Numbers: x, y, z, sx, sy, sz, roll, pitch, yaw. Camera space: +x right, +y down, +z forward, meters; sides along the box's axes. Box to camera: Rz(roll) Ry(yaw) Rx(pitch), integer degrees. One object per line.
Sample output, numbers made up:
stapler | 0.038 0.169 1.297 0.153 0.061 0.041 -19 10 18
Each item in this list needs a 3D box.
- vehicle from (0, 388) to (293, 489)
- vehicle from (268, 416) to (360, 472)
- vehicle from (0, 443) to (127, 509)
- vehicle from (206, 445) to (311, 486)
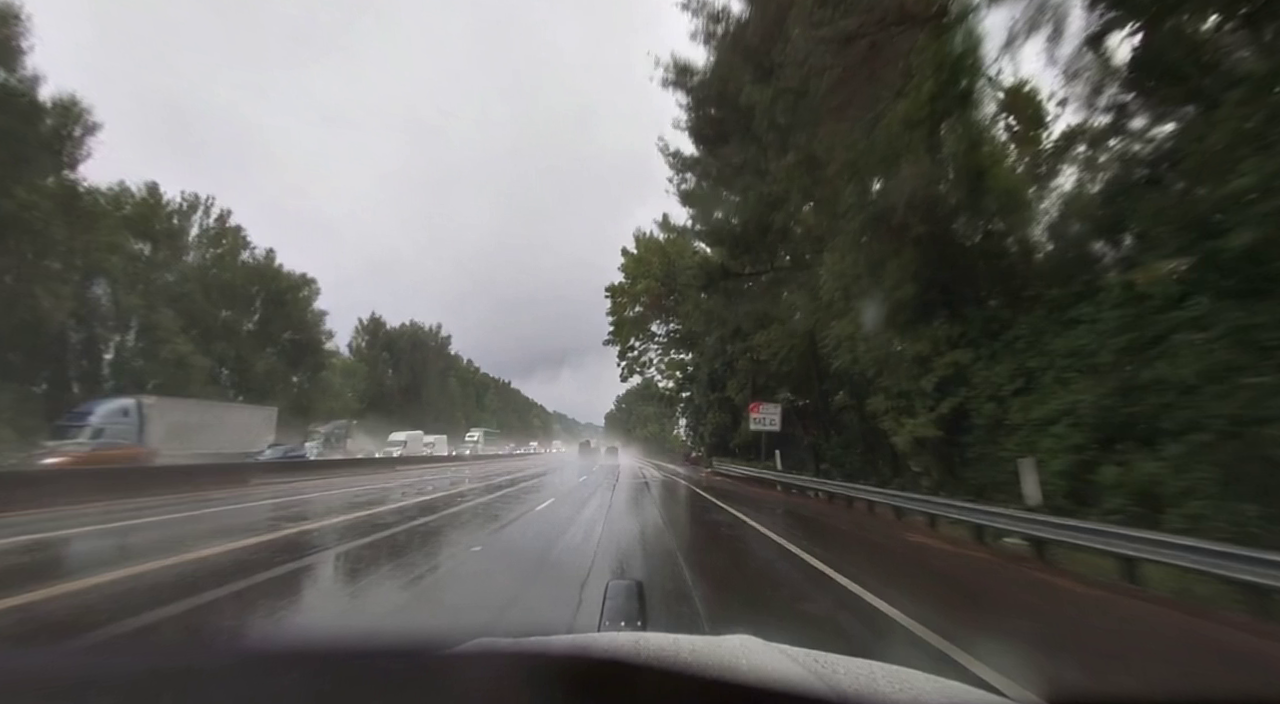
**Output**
vehicle | -20.797 3.980 28.311 2.982 3.454 13.488 0 -9 -1
vehicle | -21.529 6.028 42.032 2.624 3.302 6.257 3 -7 -1
vehicle | -16.293 3.208 16.606 1.897 1.542 4.336 0 -9 -1
vehicle | -16.347 4.860 27.308 1.933 1.572 4.367 -1 -9 -2
